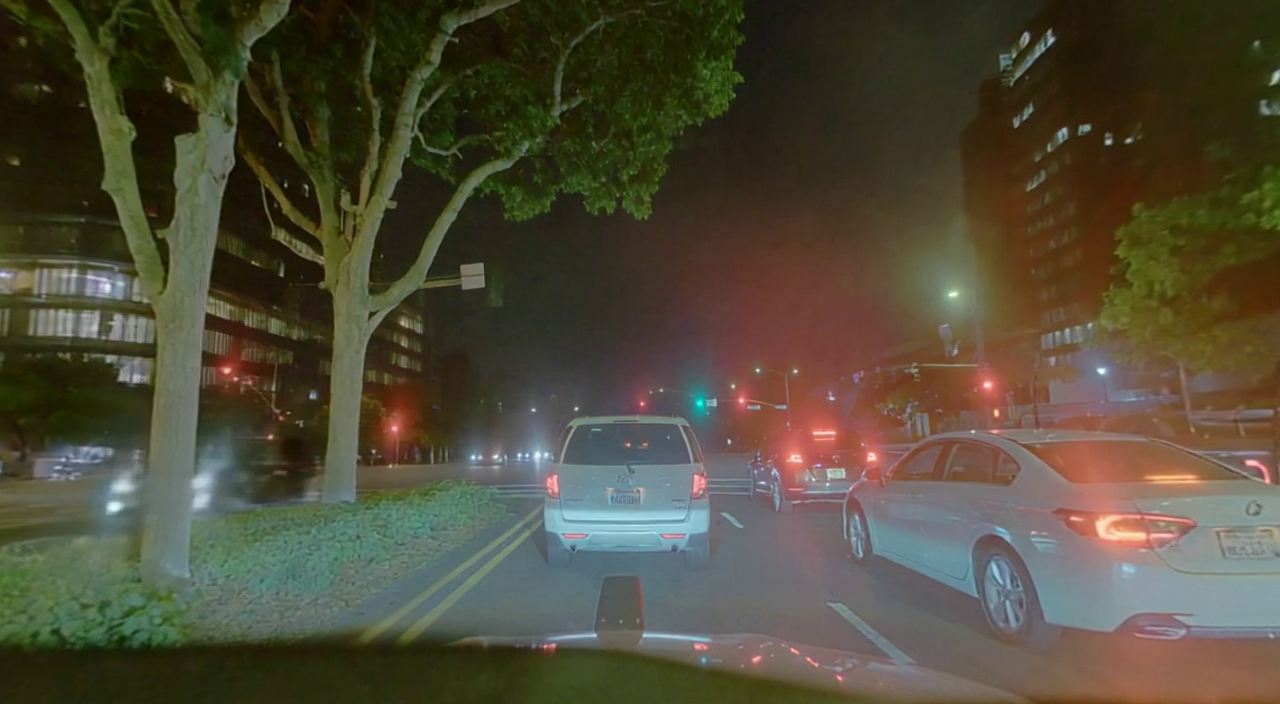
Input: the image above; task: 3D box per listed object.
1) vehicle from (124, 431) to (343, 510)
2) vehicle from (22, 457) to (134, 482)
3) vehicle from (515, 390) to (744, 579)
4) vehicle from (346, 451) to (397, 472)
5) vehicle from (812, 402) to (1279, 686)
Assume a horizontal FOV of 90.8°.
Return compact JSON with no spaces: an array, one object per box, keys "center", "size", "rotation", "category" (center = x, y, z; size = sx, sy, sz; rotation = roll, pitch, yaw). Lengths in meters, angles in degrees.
[{"center":[-11.052,3.253,18.012],"size":[2.204,1.848,6.047],"rotation":[0,-9,1],"category":"vehicle"},{"center":[-35.089,7.341,39.592],"size":[4.845,1.442,1.880],"rotation":[2,-9,-13],"category":"vehicle"},{"center":[-0.214,1.618,8.435],"size":[2.236,1.827,4.316],"rotation":[1,-9,-3],"category":"vehicle"},{"center":[-20.875,8.512,49.325],"size":[1.899,1.469,4.668],"rotation":[0,-9,0],"category":"vehicle"},{"center":[3.363,1.419,5.967],"size":[2.034,1.558,4.774],"rotation":[0,-9,-1],"category":"vehicle"}]
